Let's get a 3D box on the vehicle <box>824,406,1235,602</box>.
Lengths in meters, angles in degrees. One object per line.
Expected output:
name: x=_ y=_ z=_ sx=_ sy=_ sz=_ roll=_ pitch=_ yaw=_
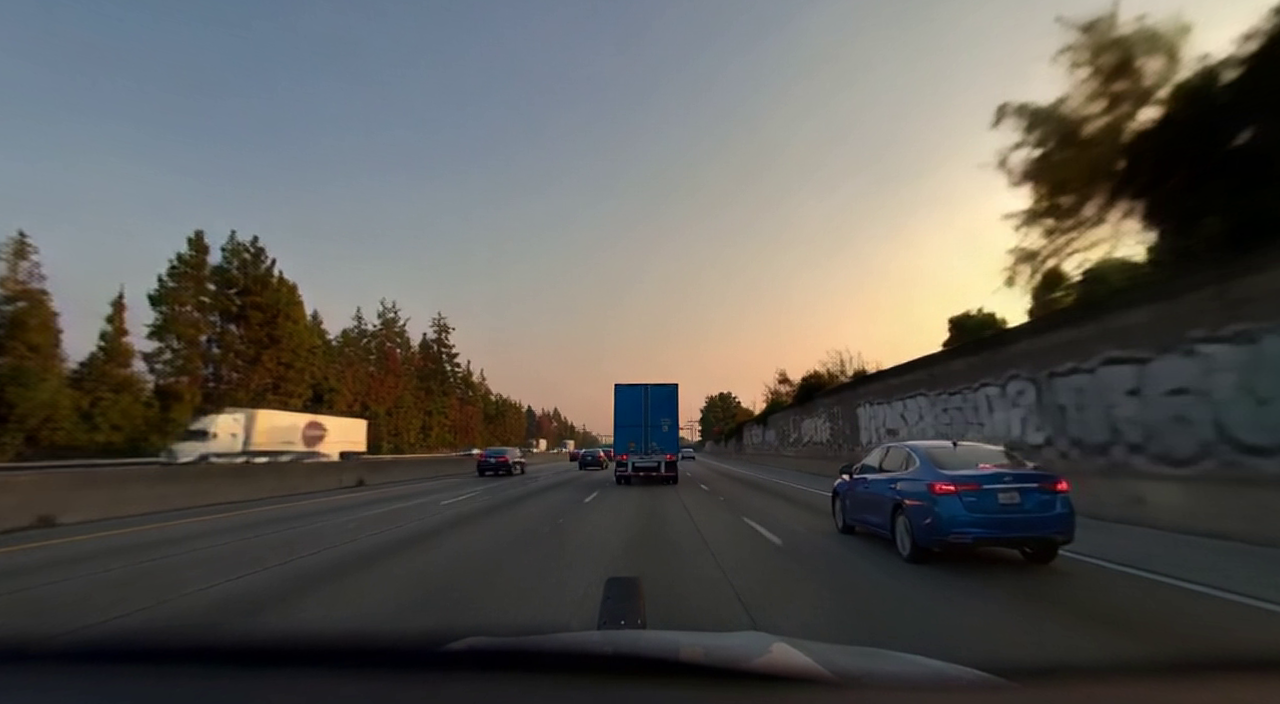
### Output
vehicle: x=4.035 y=1.667 z=7.739 sx=2.205 sy=1.689 sz=4.403 roll=0 pitch=-9 yaw=0

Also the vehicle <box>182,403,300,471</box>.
vehicle: x=-24.238 y=5.290 z=38.752 sx=2.998 sy=3.835 sz=5.934 roll=-1 pitch=-9 yaw=2

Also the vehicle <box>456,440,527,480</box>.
vehicle: x=-6.416 y=4.729 z=27.694 sx=2.005 sy=1.607 sz=4.042 roll=0 pitch=-9 yaw=2

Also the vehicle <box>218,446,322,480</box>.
vehicle: x=-18.493 y=5.570 z=31.842 sx=2.062 sy=1.554 sz=5.036 roll=-1 pitch=-9 yaw=3

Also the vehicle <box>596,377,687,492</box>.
vehicle: x=0.087 y=3.394 z=25.152 sx=2.915 sy=3.661 sz=9.741 roll=0 pitch=-9 yaw=0

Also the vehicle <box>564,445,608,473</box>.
vehicle: x=-3.031 y=6.071 z=35.915 sx=2.020 sy=1.505 sz=4.171 roll=0 pitch=-9 yaw=2
